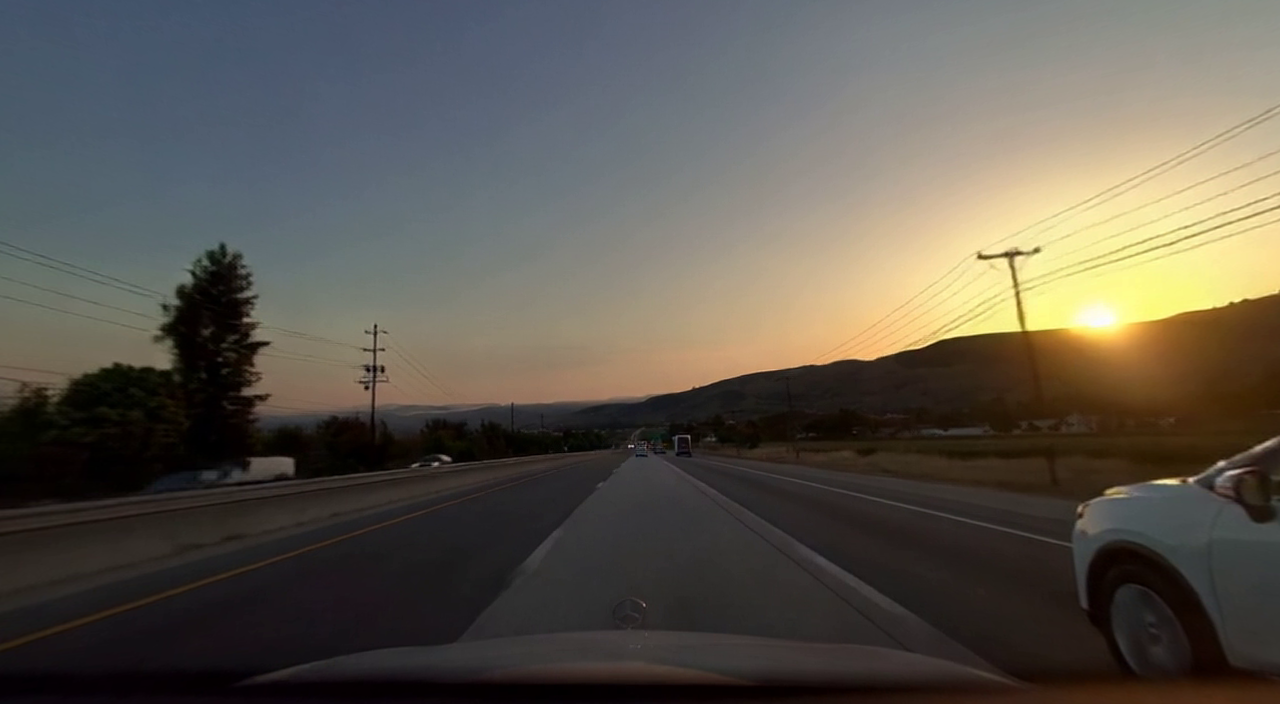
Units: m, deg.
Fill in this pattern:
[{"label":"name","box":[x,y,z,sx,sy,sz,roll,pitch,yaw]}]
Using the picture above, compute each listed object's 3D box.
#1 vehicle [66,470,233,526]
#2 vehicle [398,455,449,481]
[{"label":"vehicle","box":[-16.504,4.910,21.634,1.871,1.491,4.706,0,-8,1]},{"label":"vehicle","box":[-16.228,8.671,47.535,2.122,1.774,4.756,0,-8,1]}]
